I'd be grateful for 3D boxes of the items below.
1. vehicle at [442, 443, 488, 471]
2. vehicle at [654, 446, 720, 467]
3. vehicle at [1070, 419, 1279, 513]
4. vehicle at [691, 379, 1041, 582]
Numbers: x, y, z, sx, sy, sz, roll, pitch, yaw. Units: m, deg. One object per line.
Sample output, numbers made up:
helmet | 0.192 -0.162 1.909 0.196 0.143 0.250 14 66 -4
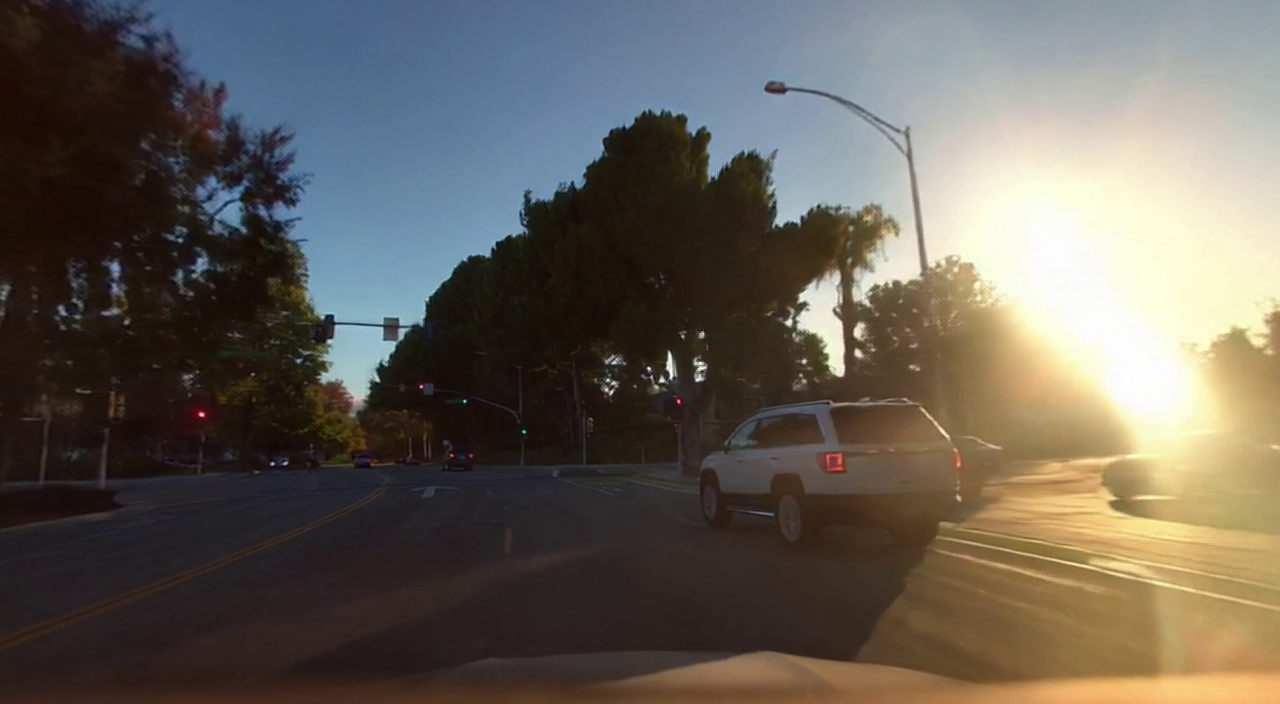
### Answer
vehicle | -11.700 6.916 41.866 2.138 1.729 4.178 4 -10 -26
vehicle | 3.460 7.689 46.543 4.413 1.449 1.963 3 -9 -23
vehicle | 11.872 2.320 13.251 4.426 1.461 1.996 -3 -9 -13
vehicle | 2.662 1.750 9.479 2.338 2.063 5.592 1 -9 -11
